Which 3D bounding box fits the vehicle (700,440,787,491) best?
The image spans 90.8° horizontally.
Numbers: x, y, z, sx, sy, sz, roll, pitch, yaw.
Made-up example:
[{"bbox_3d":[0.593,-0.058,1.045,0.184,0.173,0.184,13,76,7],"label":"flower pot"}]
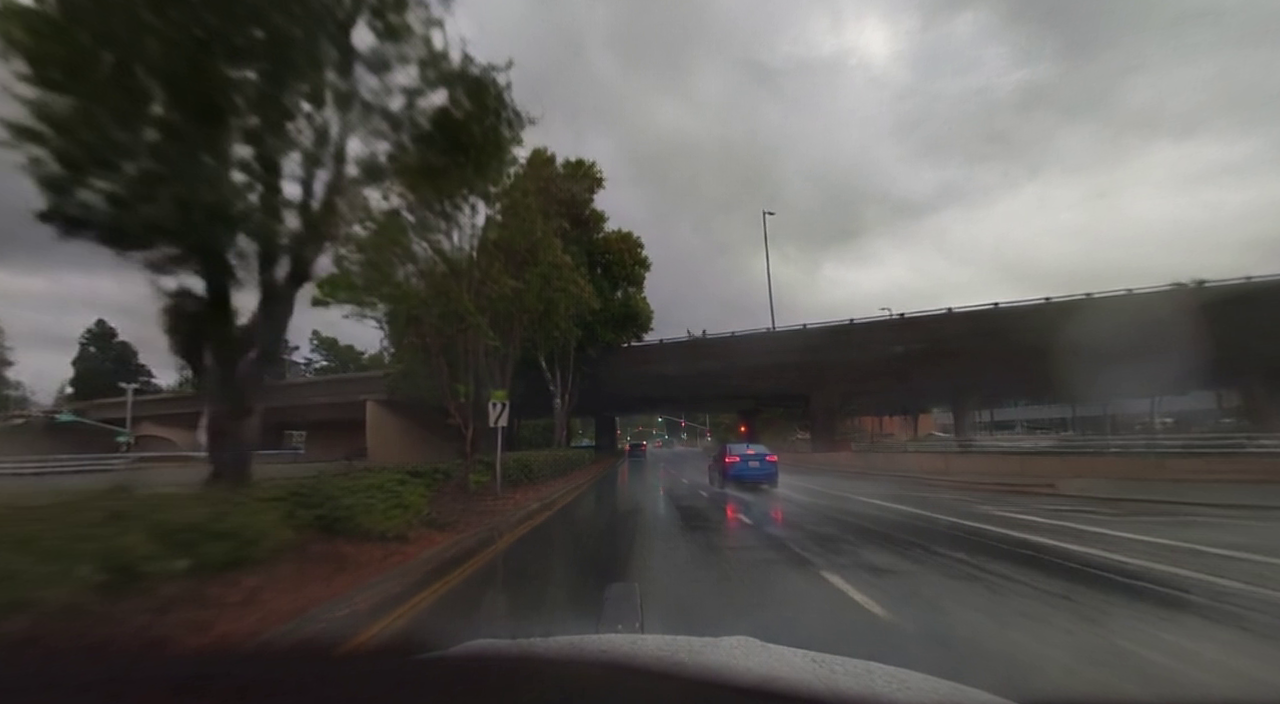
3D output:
[{"bbox_3d":[3.299,3.710,21.113,2.062,1.484,4.332,0,-8,-1],"label":"vehicle"}]
